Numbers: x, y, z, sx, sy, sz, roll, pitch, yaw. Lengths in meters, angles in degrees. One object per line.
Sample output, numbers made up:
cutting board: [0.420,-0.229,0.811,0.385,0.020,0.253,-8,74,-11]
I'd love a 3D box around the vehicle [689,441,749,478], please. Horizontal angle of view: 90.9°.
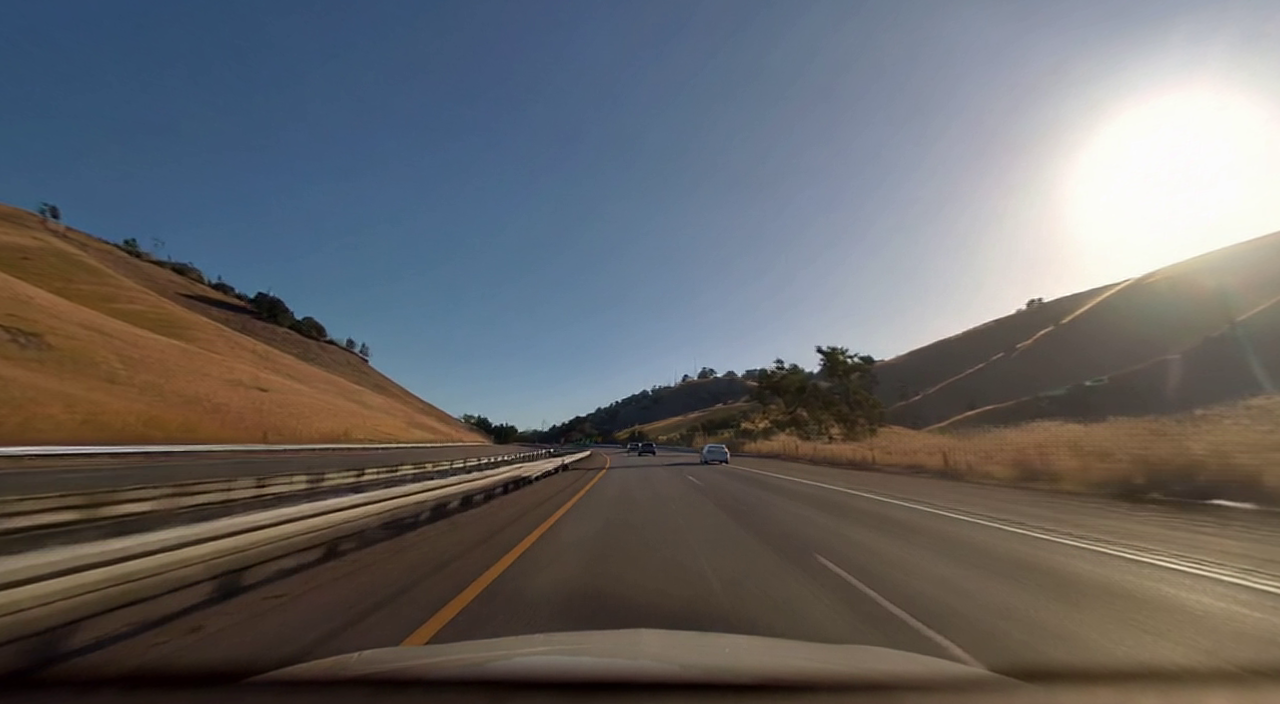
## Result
vehicle: [3.482,4.799,28.597,1.960,1.516,4.657,0,-8,-2]
